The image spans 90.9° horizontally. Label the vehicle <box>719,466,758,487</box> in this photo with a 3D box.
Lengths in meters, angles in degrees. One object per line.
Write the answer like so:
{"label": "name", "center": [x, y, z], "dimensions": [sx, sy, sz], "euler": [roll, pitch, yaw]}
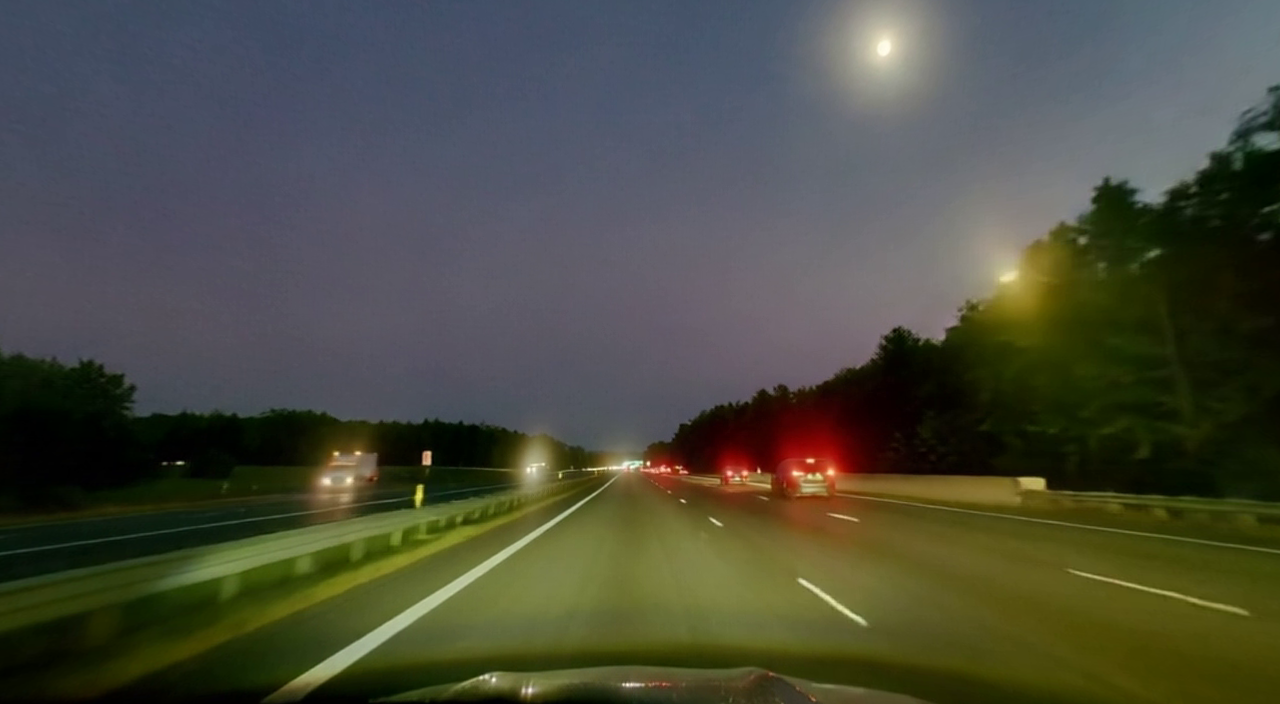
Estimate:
{"label": "vehicle", "center": [7.218, 9.190, 46.628], "dimensions": [2.024, 1.476, 4.352], "euler": [1, -10, -2]}

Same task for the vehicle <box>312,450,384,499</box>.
{"label": "vehicle", "center": [-21.043, 8.878, 45.877], "dimensions": [2.775, 3.214, 6.920], "euler": [2, -11, -9]}
